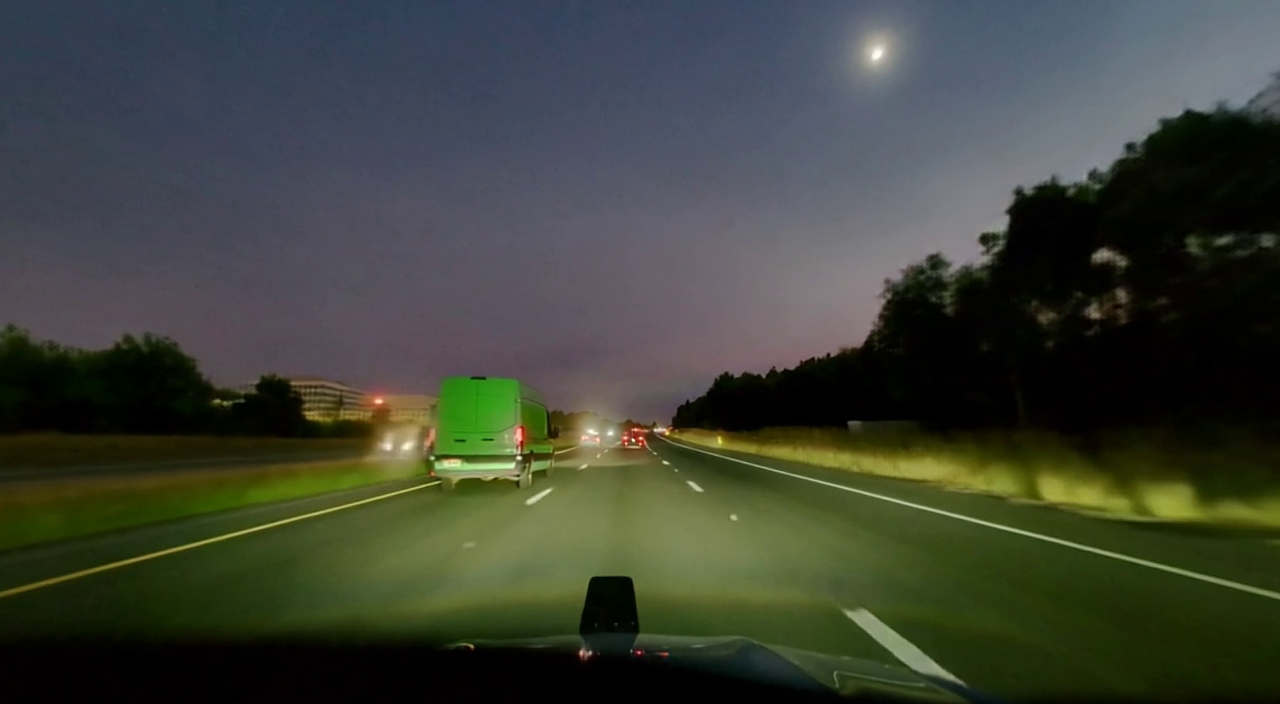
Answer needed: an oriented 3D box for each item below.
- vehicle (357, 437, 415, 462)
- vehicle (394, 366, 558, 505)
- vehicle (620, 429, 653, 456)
[{"bbox_3d":[-15.209,5.845,38.003,1.815,1.449,4.139,0,-8,-1],"label":"vehicle"},{"bbox_3d":[-3.429,1.947,14.721,2.424,2.577,5.828,0,-8,-2],"label":"vehicle"},{"bbox_3d":[-0.260,5.972,41.654,2.104,1.646,4.176,0,-8,-1],"label":"vehicle"}]
